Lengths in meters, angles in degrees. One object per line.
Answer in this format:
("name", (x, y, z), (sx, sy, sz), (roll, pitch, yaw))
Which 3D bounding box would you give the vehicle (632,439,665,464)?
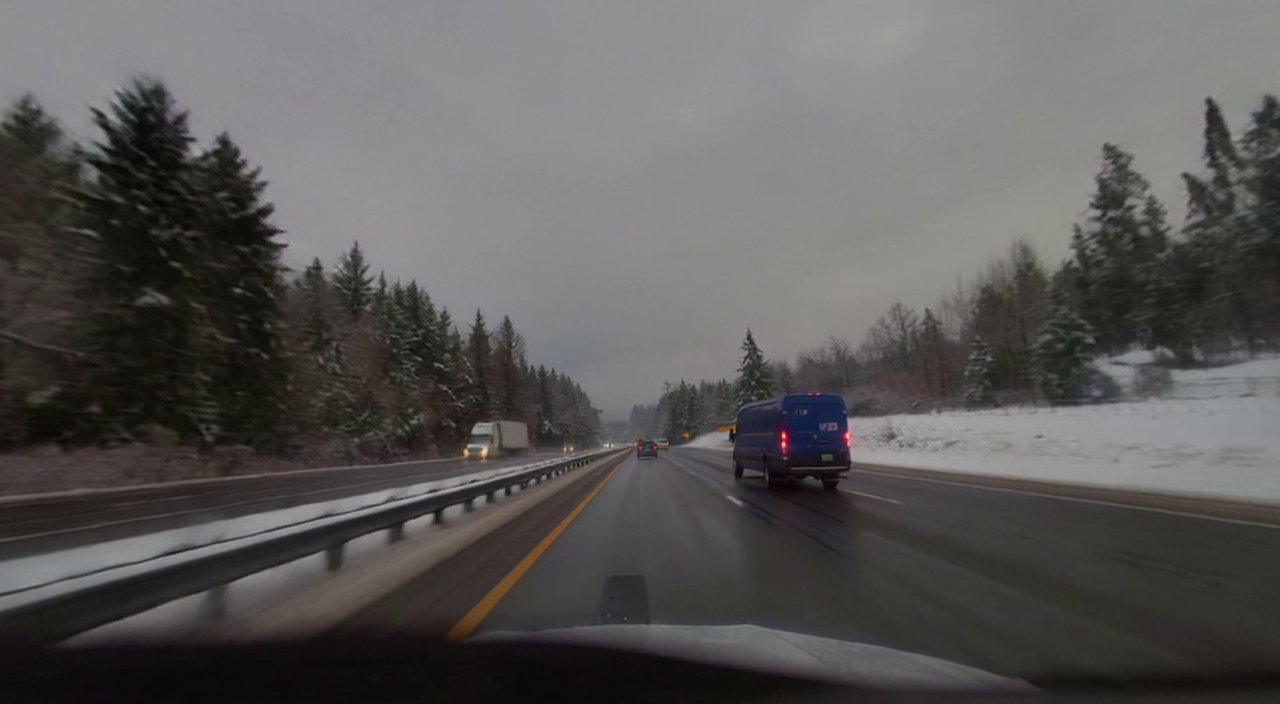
("vehicle", (0.619, 6.780, 42.848), (2.121, 1.590, 4.434), (0, -8, 1))

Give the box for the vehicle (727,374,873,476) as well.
("vehicle", (7.722, 4.214, 34.316), (3.479, 4.156, 17.231), (0, -8, 0))
